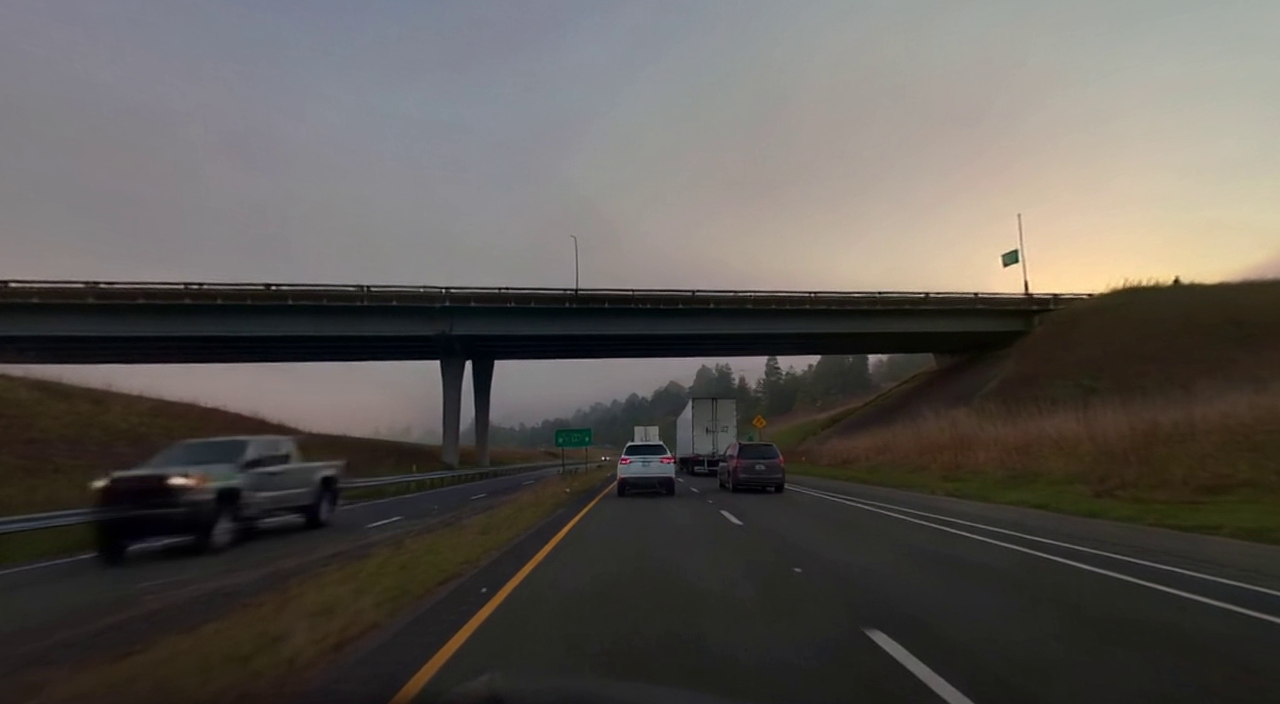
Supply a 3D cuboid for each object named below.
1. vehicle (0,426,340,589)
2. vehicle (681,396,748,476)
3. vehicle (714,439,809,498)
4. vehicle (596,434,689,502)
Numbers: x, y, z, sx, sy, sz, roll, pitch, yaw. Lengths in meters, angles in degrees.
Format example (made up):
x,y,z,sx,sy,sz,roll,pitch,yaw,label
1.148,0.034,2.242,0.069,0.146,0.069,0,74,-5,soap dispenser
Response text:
x,y,z,sx,sy,sz,roll,pitch,yaw,label
-6.550,2.098,9.253,2.233,1.685,4.222,-4,-9,0,vehicle
3.941,4.724,35.085,2.948,3.974,6.480,-1,-9,1,vehicle
3.423,3.371,18.514,1.972,1.505,3.946,-1,-9,0,vehicle
0.100,3.158,17.502,2.256,1.615,4.114,-1,-9,1,vehicle
